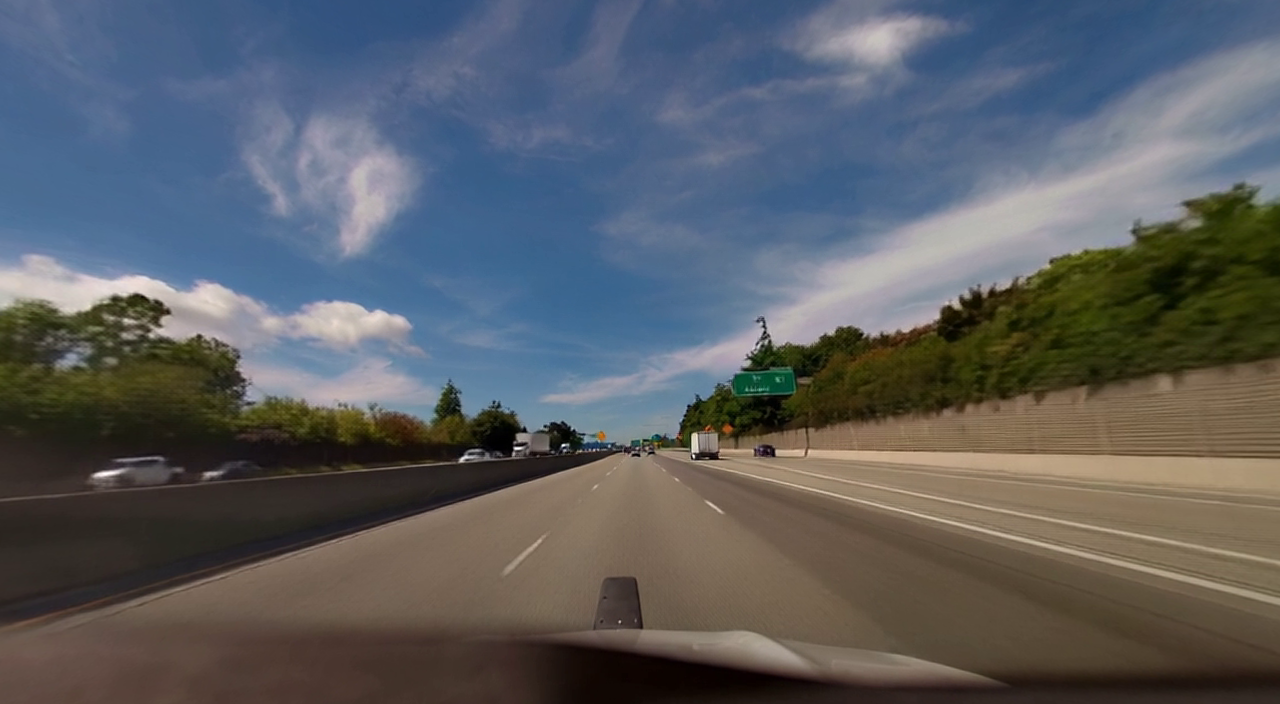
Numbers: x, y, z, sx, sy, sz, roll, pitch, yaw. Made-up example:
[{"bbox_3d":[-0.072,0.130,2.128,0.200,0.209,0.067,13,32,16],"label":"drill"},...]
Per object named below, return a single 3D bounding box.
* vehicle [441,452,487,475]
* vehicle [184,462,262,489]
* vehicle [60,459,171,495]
[{"bbox_3d":[-12.809,8.111,46.012,2.223,1.585,3.787,0,-9,0],"label":"vehicle"},{"bbox_3d":[-25.069,7.415,37.977,1.813,1.454,4.257,-1,-9,0],"label":"vehicle"},{"bbox_3d":[-28.833,6.855,34.810,2.021,1.715,4.781,0,-9,0],"label":"vehicle"}]
